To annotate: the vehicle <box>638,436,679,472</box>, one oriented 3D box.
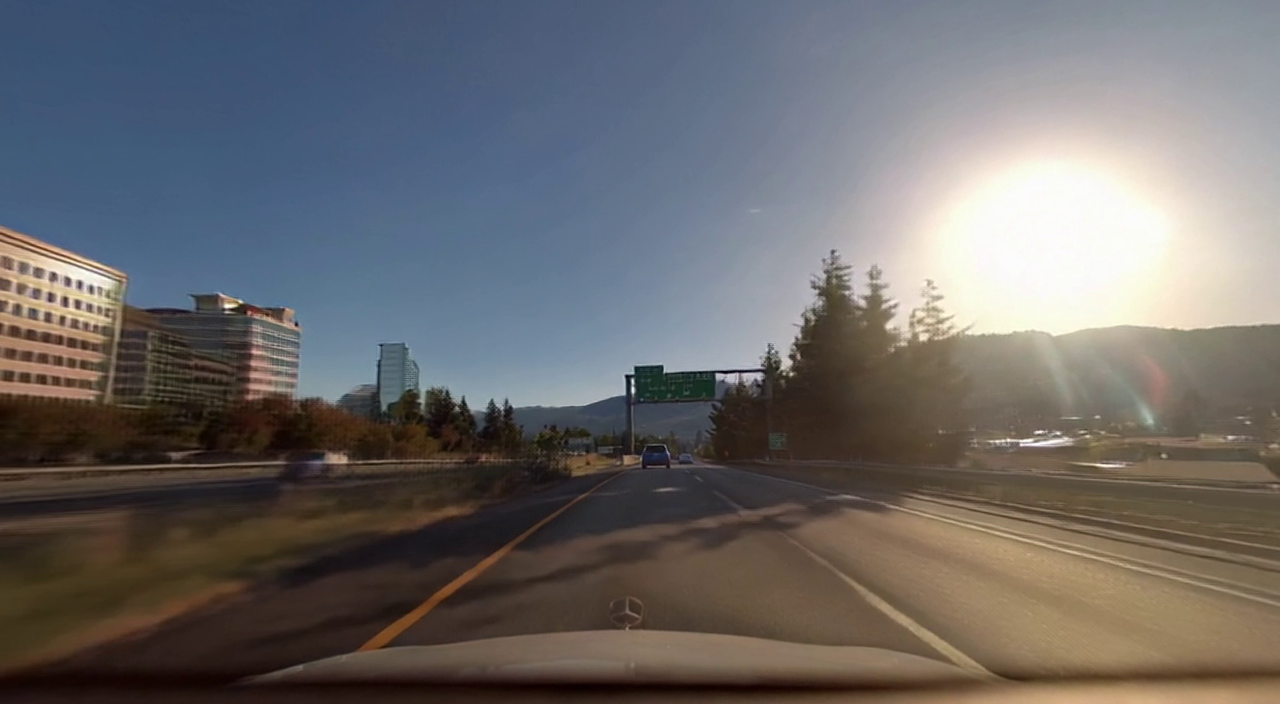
[{"bbox_3d":[1.223,6.611,40.901,2.546,2.126,5.153,0,-8,2],"label":"vehicle"}]
